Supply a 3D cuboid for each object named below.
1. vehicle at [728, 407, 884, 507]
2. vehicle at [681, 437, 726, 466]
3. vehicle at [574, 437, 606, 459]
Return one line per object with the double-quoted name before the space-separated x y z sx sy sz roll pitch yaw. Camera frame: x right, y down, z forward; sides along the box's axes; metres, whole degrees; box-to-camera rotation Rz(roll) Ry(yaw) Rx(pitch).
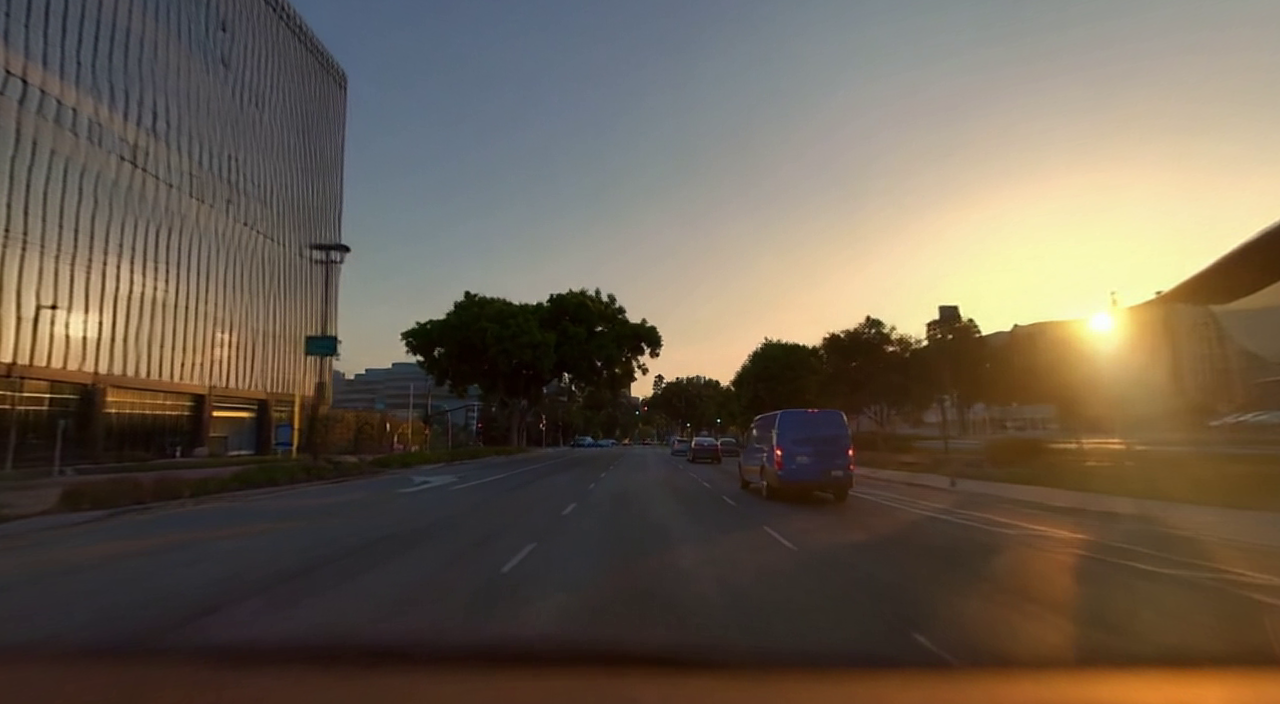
"vehicle" 3.563 2.405 14.767 2.200 1.914 5.145 0 -8 -1
"vehicle" 3.378 5.383 34.219 1.867 1.493 4.190 0 -8 -1
"vehicle" -3.454 6.790 44.425 1.864 1.464 4.195 0 -8 1
